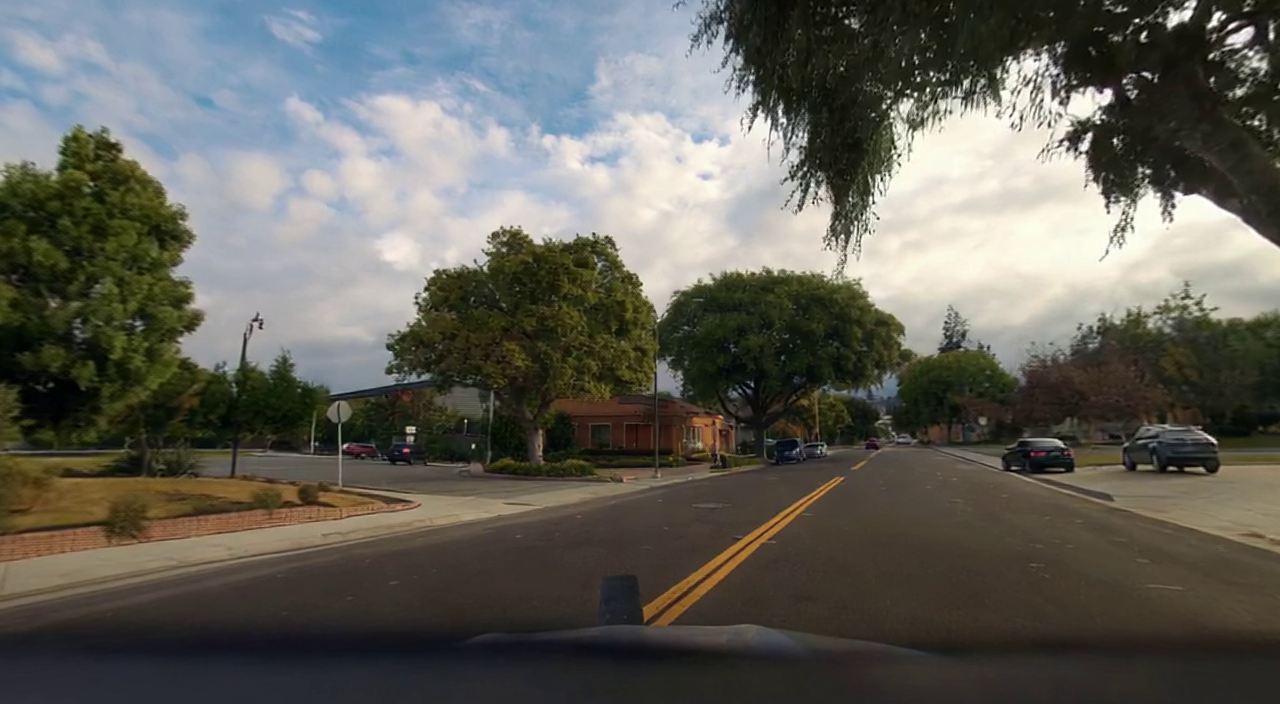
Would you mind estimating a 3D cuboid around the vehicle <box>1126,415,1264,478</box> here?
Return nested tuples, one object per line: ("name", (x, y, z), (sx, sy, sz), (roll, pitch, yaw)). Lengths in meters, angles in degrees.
("vehicle", (18.500, 3.198, 21.322), (2.018, 1.840, 4.662), (-4, -9, 23))

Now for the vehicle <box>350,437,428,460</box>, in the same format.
("vehicle", (-18.357, 7.067, 46.204), (4.814, 1.609, 2.197), (-1, -9, 7))
